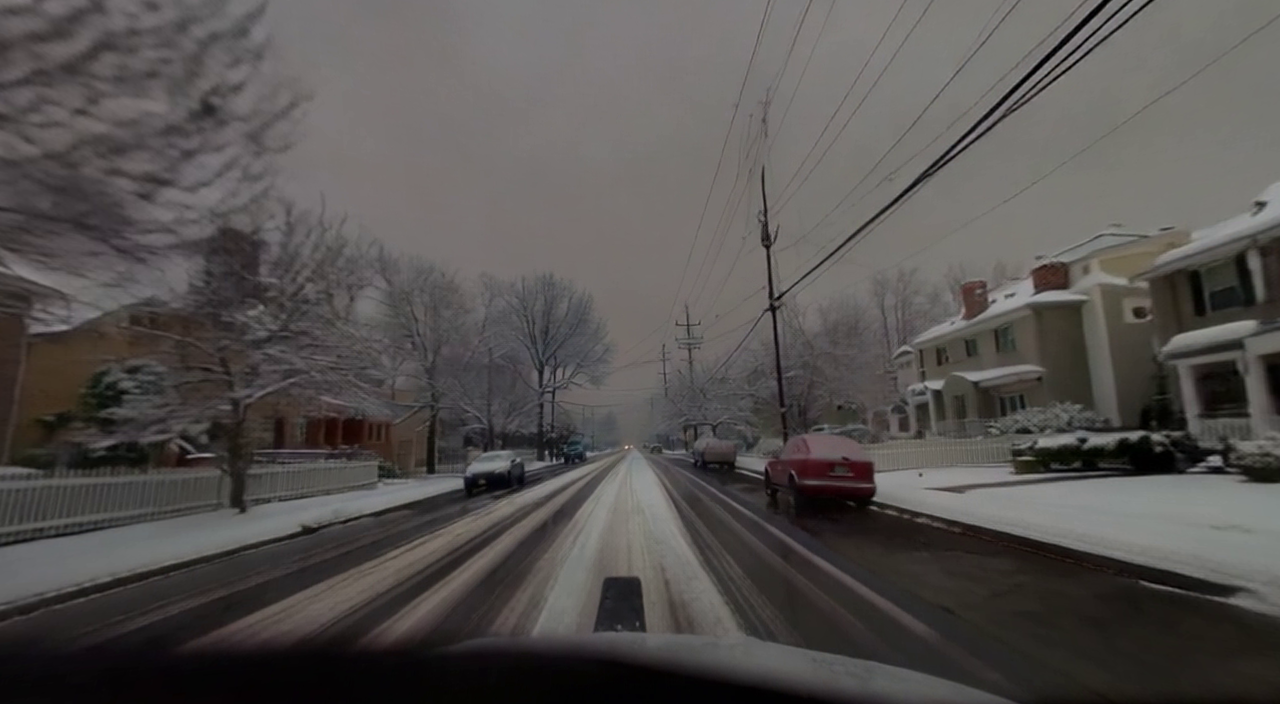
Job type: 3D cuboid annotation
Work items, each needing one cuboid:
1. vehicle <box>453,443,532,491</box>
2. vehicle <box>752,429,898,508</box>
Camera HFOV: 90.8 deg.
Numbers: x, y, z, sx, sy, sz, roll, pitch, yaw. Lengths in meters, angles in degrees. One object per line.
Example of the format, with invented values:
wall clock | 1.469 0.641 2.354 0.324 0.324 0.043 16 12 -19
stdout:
vehicle | -5.875 4.608 25.830 1.954 1.551 5.128 -3 -7 0
vehicle | 4.104 2.645 14.781 2.020 1.558 3.925 0 -8 -3
